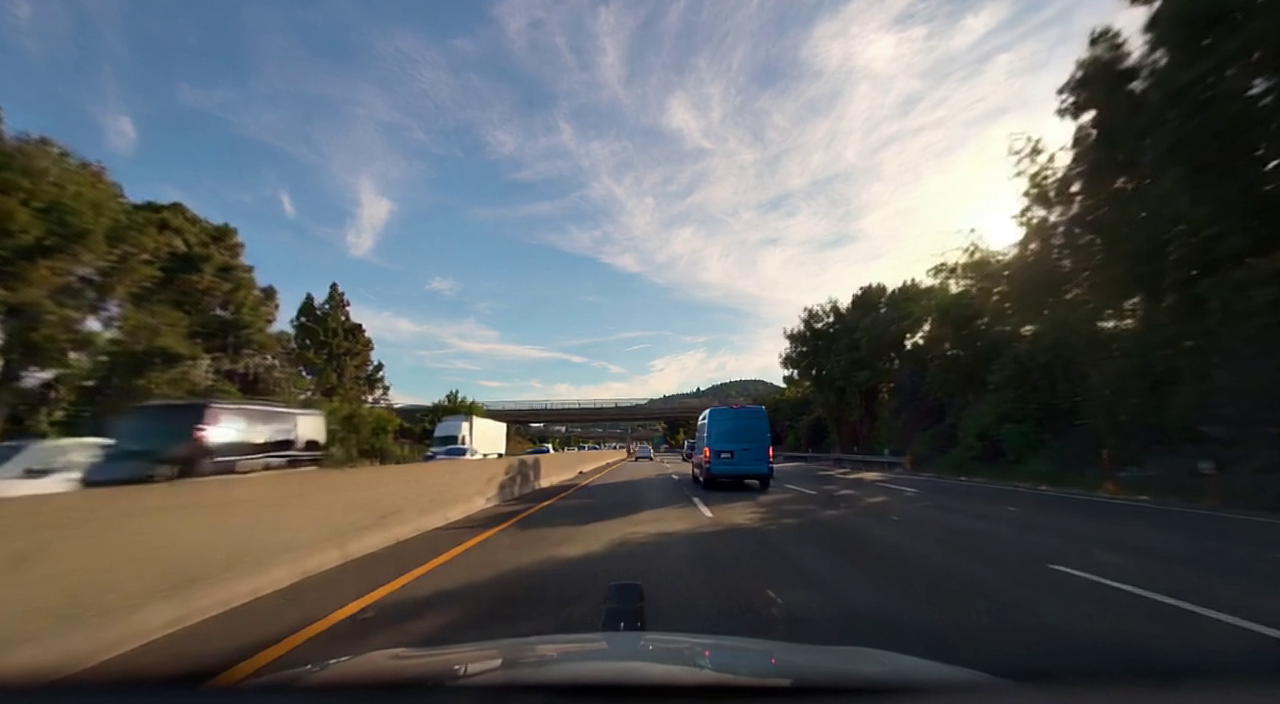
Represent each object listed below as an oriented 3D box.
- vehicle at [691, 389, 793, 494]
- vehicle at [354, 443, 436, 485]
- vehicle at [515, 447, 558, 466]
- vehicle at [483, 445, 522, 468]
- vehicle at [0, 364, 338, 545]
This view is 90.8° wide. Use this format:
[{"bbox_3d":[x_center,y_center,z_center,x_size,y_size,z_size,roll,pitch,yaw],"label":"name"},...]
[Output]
[{"bbox_3d":[3.374,3.241,22.682,2.460,3.155,6.902,0,-9,0],"label":"vehicle"},{"bbox_3d":[-11.251,5.151,29.358,1.897,1.796,4.505,0,-9,2],"label":"vehicle"},{"bbox_3d":[-7.161,7.274,44.173,2.186,1.241,4.084,0,-9,2],"label":"vehicle"},{"bbox_3d":[-10.826,8.256,49.908,1.989,1.766,4.195,0,-9,2],"label":"vehicle"},{"bbox_3d":[-7.656,1.624,10.246,2.237,2.014,6.330,0,-9,1],"label":"vehicle"}]
